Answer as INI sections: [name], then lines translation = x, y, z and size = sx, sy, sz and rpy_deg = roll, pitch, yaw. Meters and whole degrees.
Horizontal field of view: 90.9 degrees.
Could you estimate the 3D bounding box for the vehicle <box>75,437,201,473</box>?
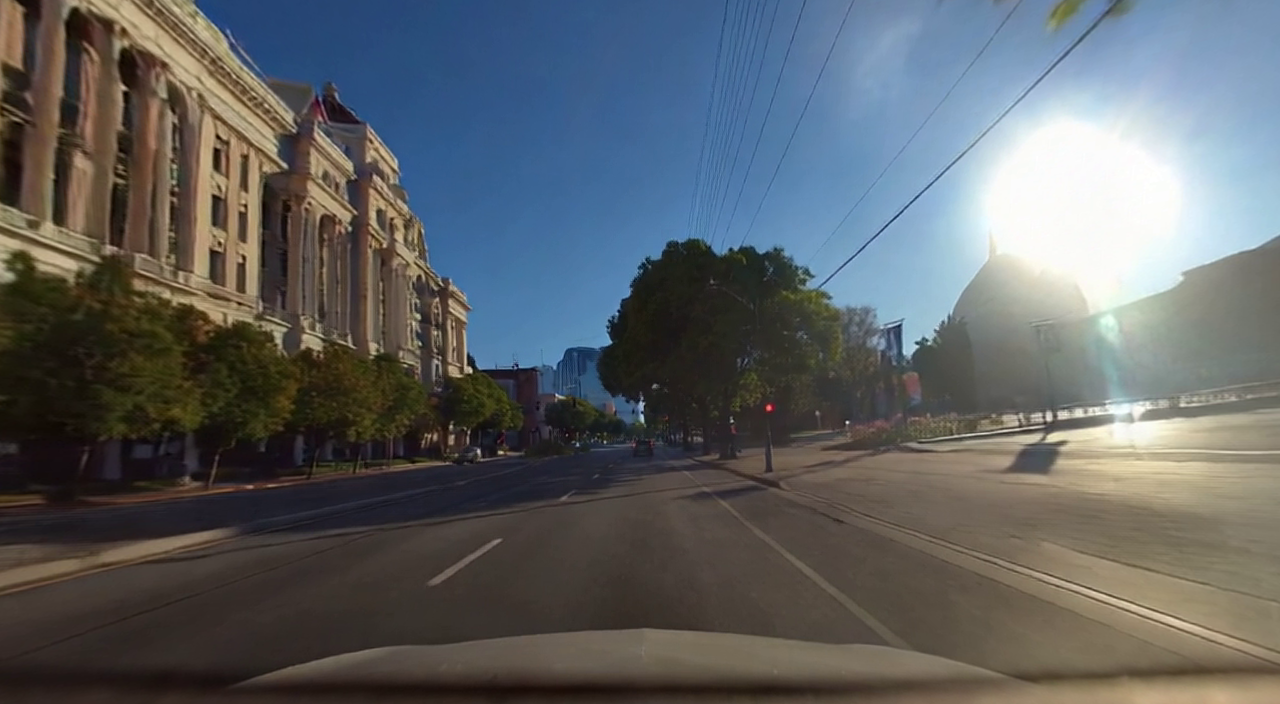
[vehicle]
translation = -36.399, 7.478, 46.000
size = 2.132, 2.424, 6.702
rpy_deg = -5, -10, 31
